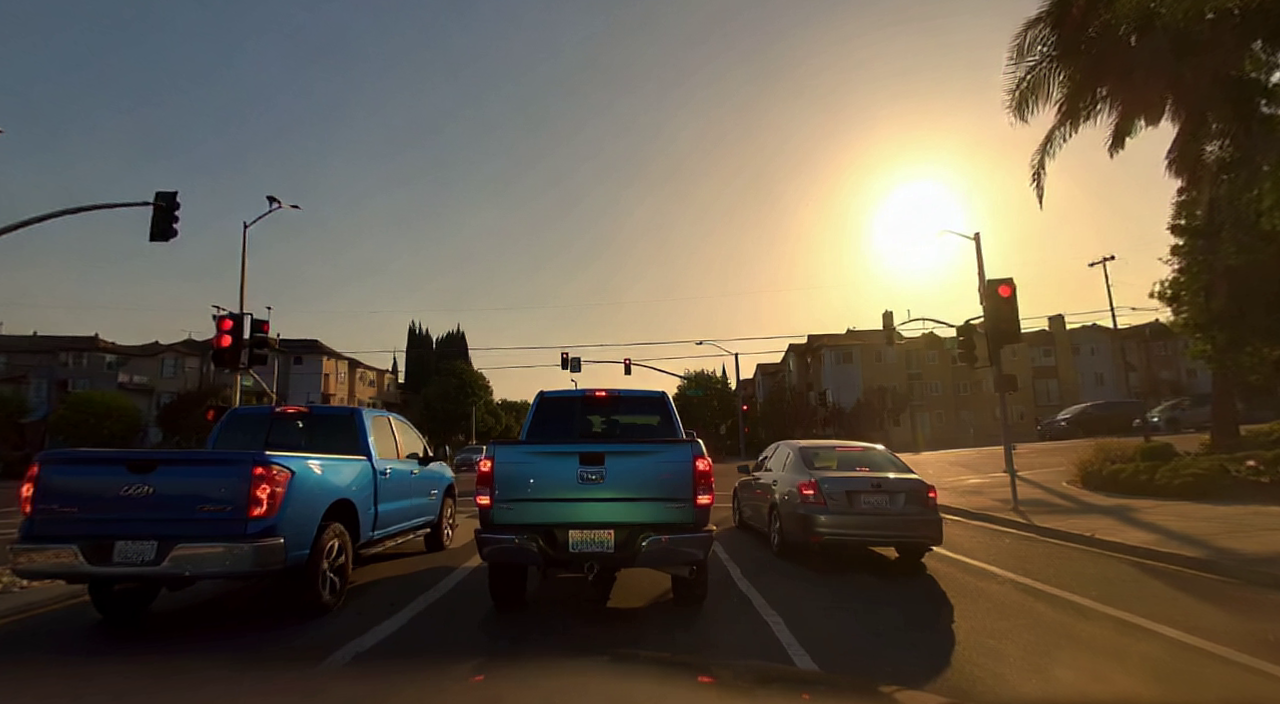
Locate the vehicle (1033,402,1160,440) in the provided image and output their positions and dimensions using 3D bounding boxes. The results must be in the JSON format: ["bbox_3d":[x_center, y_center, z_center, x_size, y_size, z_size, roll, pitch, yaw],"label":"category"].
[{"bbox_3d":[23.352,3.578,32.488,4.721,1.866,2.188,0,-9,2],"label":"vehicle"}]

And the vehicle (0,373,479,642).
[{"bbox_3d":[-3.464,1.437,6.961,2.146,1.828,5.148,0,-9,-2],"label":"vehicle"}]

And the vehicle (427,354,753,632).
[{"bbox_3d":[-0.392,1.314,6.760,2.282,1.964,4.421,0,-9,-1],"label":"vehicle"}]

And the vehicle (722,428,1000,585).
[{"bbox_3d":[2.411,1.815,8.306,2.016,1.481,4.336,0,-9,-1],"label":"vehicle"}]

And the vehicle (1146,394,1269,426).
[{"bbox_3d":[29.279,3.036,32.697,4.540,1.543,1.803,0,-9,0],"label":"vehicle"}]
